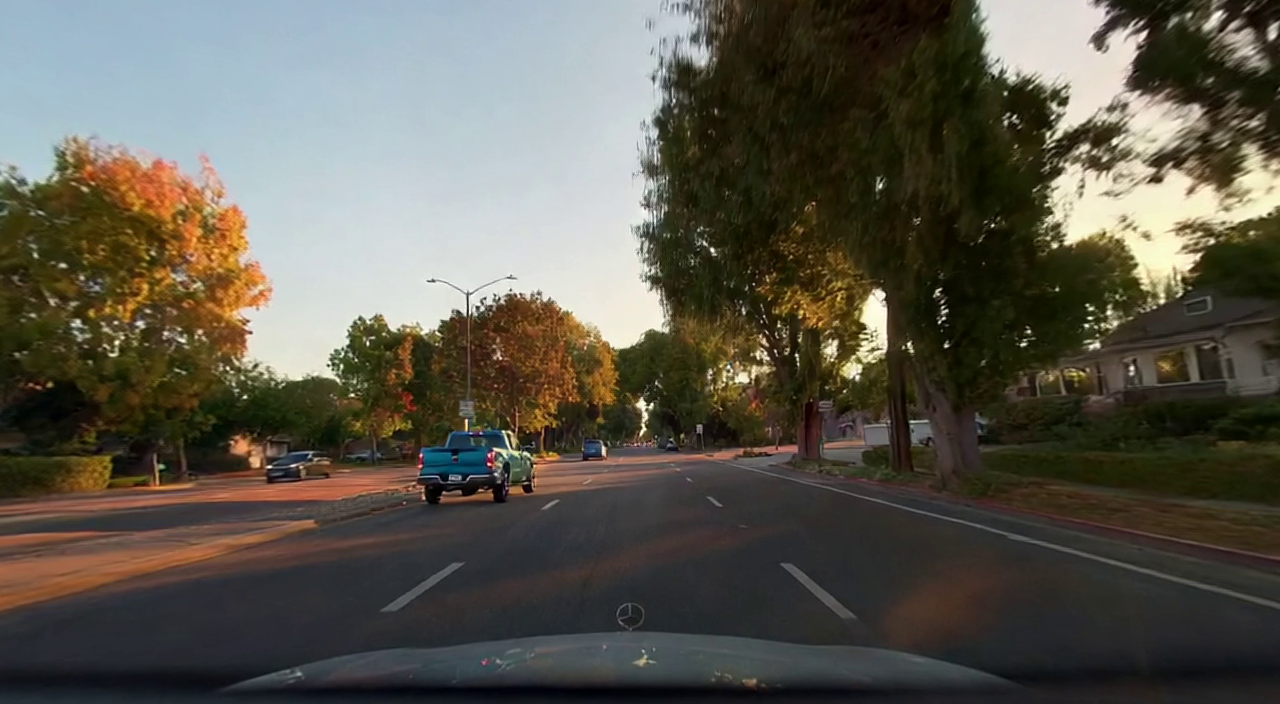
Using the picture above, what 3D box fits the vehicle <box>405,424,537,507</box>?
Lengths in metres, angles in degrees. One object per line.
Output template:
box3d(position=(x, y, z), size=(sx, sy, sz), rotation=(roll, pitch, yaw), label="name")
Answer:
box3d(position=(-3.991, 2.778, 15.866), size=(2.002, 1.747, 4.728), rotation=(0, -8, 0), label="vehicle")

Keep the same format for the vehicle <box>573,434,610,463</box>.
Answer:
box3d(position=(-3.458, 6.978, 45.583), size=(2.230, 1.987, 4.385), rotation=(0, -8, 1), label="vehicle")

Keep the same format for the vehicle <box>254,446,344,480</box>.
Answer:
box3d(position=(-20.780, 6.748, 38.770), size=(2.222, 1.888, 5.772), rotation=(0, -8, 1), label="vehicle")
